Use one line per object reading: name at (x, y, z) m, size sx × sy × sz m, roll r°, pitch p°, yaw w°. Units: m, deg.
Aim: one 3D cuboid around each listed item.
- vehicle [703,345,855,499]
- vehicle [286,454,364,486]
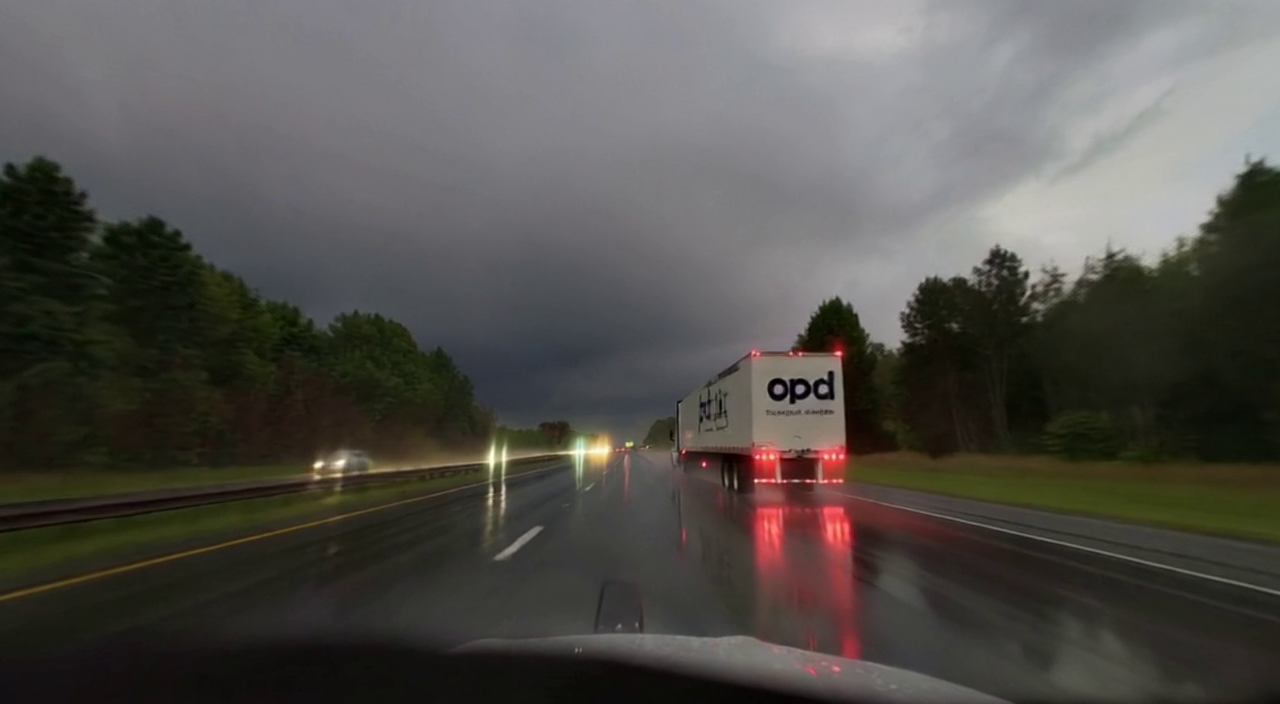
vehicle at (3.946, 2.397, 20.292) m, size 2.856 × 3.933 × 8.334 m, roll 0°, pitch -9°, yaw -1°
vehicle at (-17.326, 6.472, 34.830) m, size 1.884 × 1.617 × 4.603 m, roll 0°, pitch -9°, yaw 0°
